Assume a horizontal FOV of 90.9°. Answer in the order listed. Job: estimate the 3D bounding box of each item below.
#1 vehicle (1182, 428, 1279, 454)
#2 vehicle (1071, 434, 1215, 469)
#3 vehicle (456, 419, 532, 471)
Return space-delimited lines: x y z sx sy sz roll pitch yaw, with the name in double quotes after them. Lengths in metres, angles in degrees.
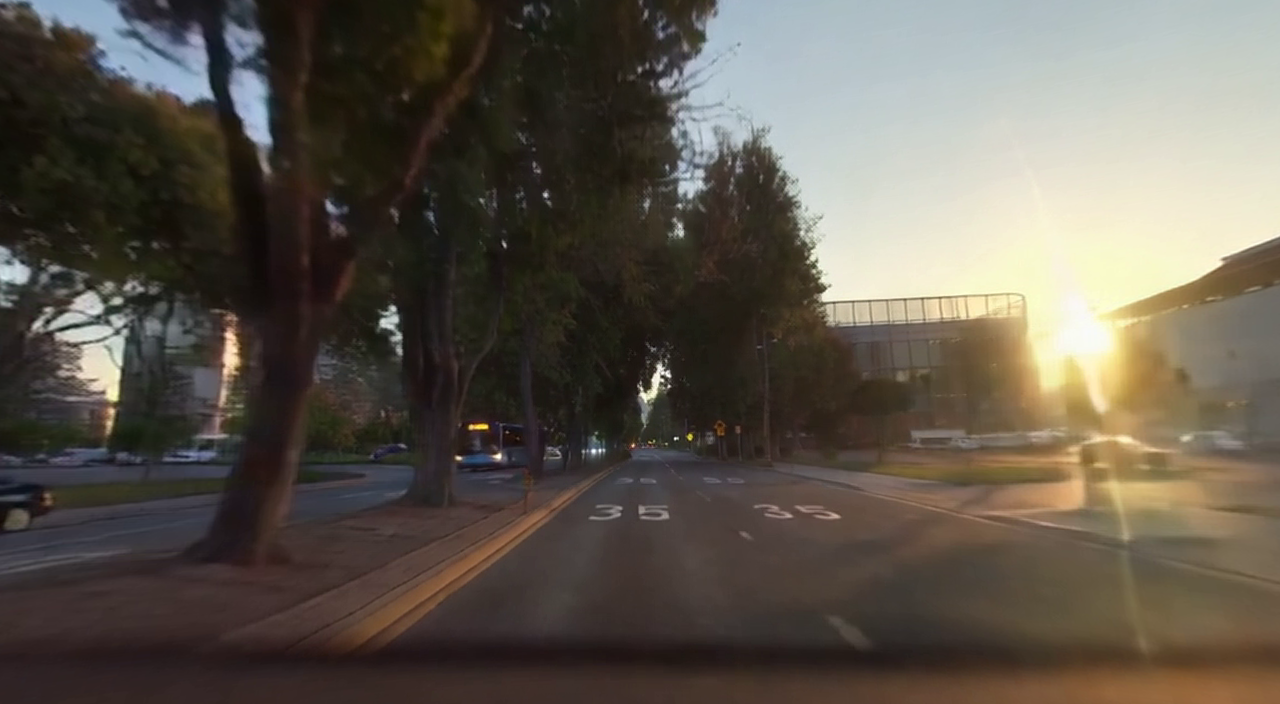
39.896 5.998 42.445 4.836 1.711 2.192 0 -8 -4 "vehicle"
21.191 4.211 26.705 4.404 1.440 1.900 0 -8 3 "vehicle"
-10.538 6.914 46.717 3.052 3.397 10.003 0 -8 1 "vehicle"
